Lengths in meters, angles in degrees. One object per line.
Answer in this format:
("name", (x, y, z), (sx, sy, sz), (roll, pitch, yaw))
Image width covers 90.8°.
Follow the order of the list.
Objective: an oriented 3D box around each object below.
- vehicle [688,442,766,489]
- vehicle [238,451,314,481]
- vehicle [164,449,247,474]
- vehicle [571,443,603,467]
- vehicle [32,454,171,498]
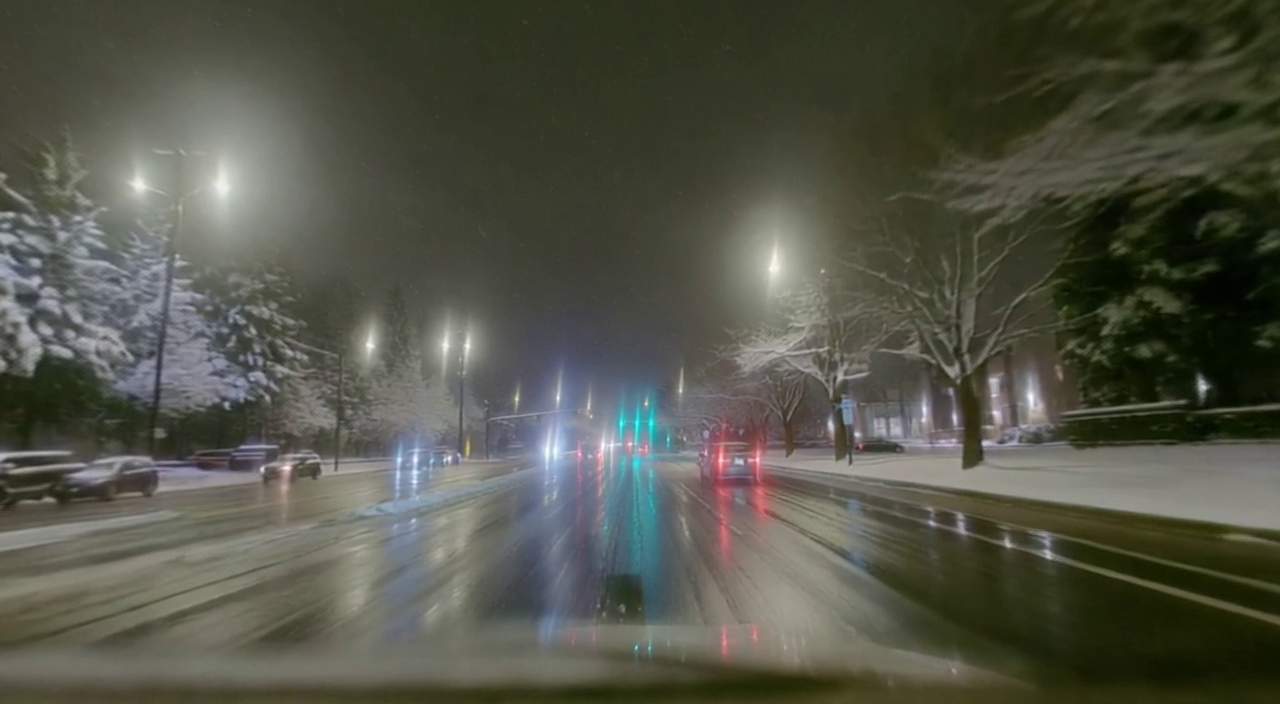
("vehicle", (2.890, 3.880, 21.984), (1.966, 1.449, 4.290), (0, -9, -2))
("vehicle", (-22.456, 7.023, 39.201), (1.926, 1.681, 4.601), (-1, -9, 1))
("vehicle", (-30.583, 7.709, 44.559), (4.278, 1.625, 1.974), (0, -9, -1))
("vehicle", (-3.741, 7.384, 45.390), (1.935, 1.617, 4.045), (0, -9, 0))
("vehicle", (-22.601, 5.177, 26.804), (1.818, 1.588, 4.708), (0, -9, -1))
